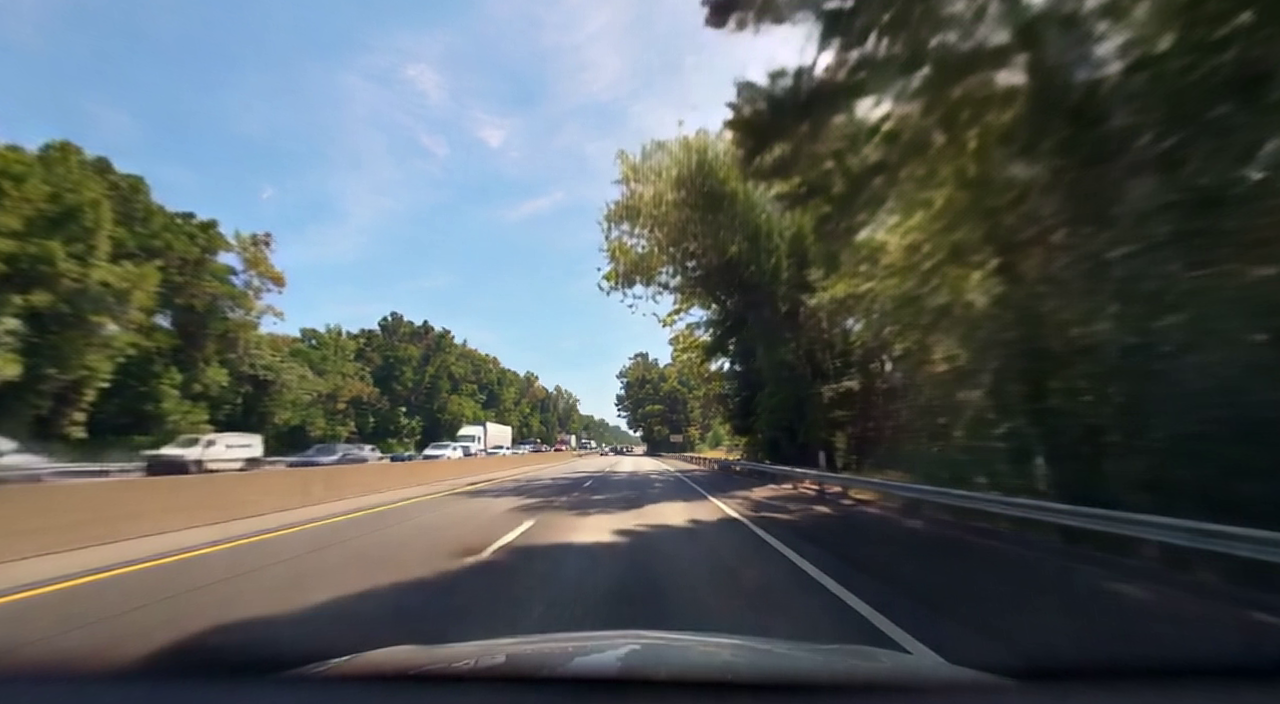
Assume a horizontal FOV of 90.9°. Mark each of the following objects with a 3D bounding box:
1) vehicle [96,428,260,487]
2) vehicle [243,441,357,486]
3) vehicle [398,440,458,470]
[{"bbox_3d":[-16.872,3.896,23.510,2.077,1.953,5.305,0,-9,0],"label":"vehicle"},{"bbox_3d":[-12.431,4.085,23.386,1.887,1.507,4.030,0,-9,1],"label":"vehicle"},{"bbox_3d":[-12.827,6.261,38.429,2.007,1.684,4.613,0,-9,0],"label":"vehicle"}]
